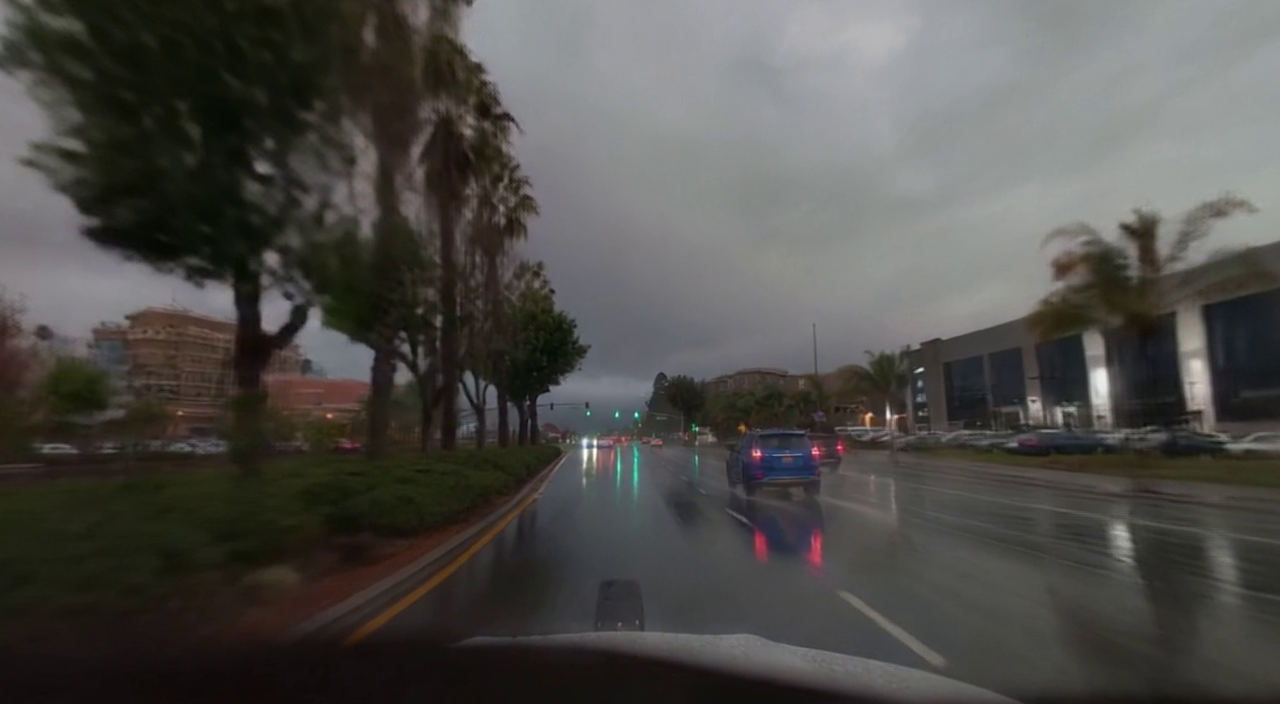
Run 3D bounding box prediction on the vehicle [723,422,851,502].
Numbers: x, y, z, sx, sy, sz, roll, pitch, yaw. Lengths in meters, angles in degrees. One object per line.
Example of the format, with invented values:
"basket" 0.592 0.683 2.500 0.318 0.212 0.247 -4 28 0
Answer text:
"vehicle" 3.425 2.676 15.663 2.072 1.696 4.177 0 -9 -1
